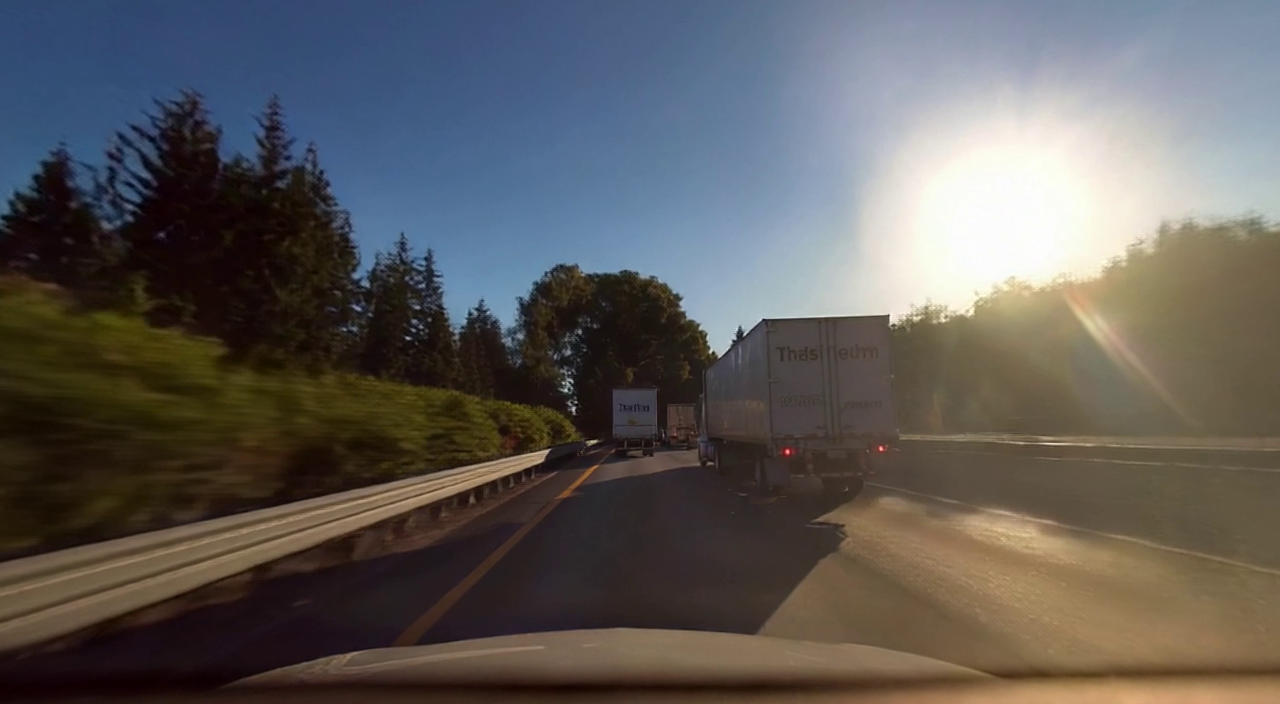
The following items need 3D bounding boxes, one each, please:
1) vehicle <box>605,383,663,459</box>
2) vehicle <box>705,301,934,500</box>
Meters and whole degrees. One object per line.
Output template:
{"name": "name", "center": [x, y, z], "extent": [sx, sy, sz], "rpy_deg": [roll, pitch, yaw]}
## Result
{"name": "vehicle", "center": [-0.447, 4.261, 37.687], "extent": [2.958, 3.917, 10.196], "rpy_deg": [0, -8, -1]}
{"name": "vehicle", "center": [4.444, 1.930, 20.355], "extent": [2.856, 4.145, 14.500], "rpy_deg": [0, -8, -1]}
